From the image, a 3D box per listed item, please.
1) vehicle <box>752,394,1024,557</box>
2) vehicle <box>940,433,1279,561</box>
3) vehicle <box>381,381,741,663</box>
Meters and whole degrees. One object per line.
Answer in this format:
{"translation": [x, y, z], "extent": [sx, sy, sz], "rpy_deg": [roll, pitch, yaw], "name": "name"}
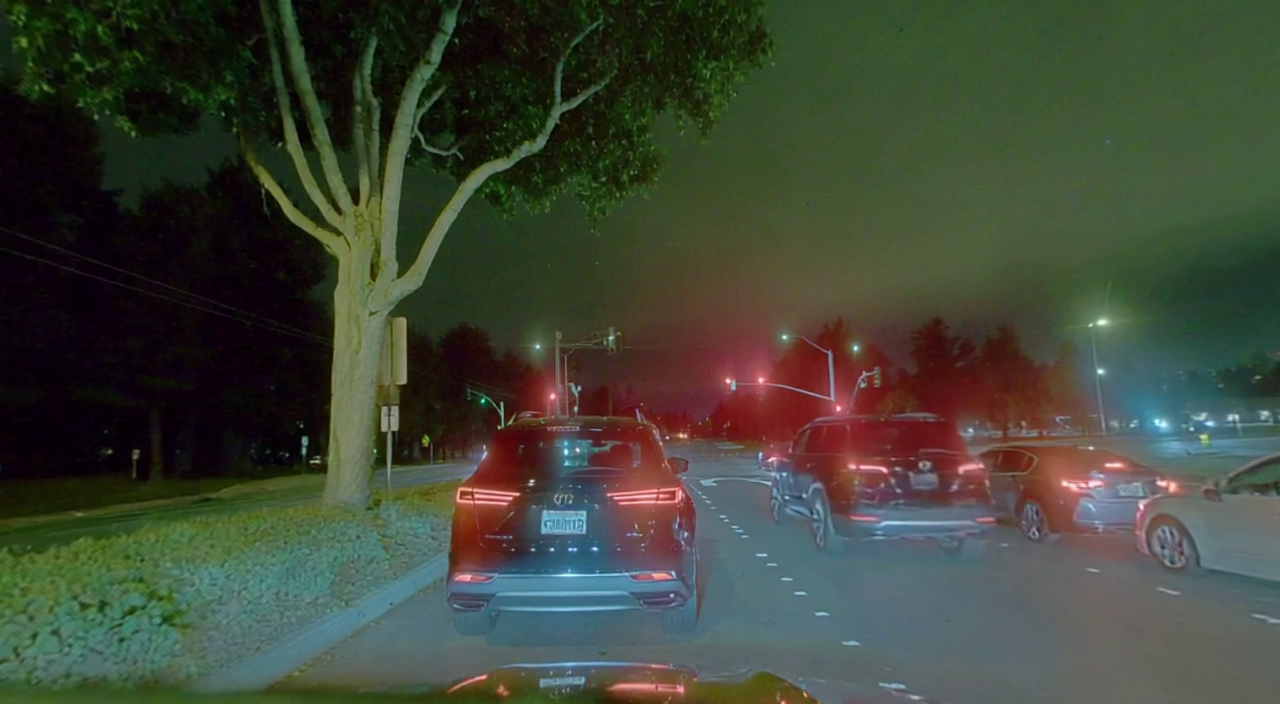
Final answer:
{"translation": [3.374, 1.822, 9.979], "extent": [2.200, 1.909, 4.853], "rpy_deg": [0, -9, -1], "name": "vehicle"}
{"translation": [6.615, 2.005, 9.566], "extent": [1.894, 1.445, 4.565], "rpy_deg": [0, -9, 0], "name": "vehicle"}
{"translation": [-0.428, 1.352, 6.074], "extent": [2.201, 1.709, 4.271], "rpy_deg": [0, -9, 2], "name": "vehicle"}
